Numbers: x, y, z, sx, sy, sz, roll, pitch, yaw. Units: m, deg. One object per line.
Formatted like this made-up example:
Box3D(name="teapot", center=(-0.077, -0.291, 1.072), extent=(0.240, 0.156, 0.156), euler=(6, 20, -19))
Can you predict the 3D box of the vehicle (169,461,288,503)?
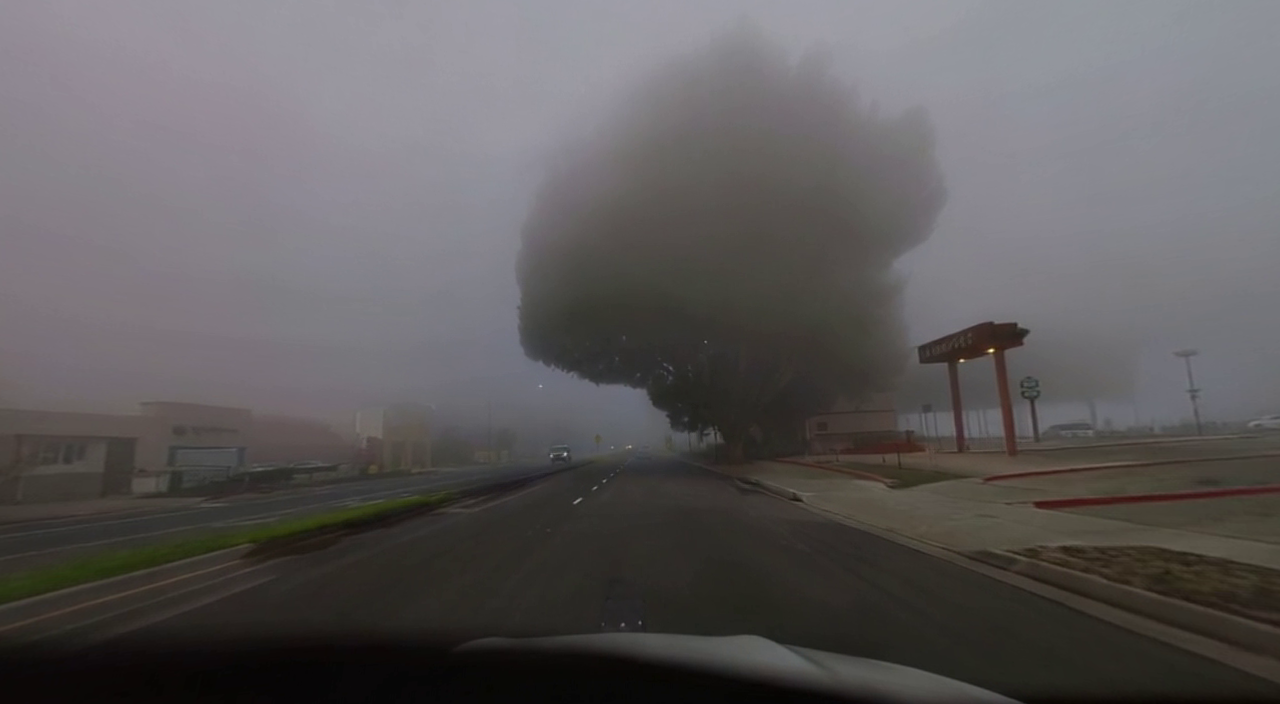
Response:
Box3D(name="vehicle", center=(-17.381, 5.467, 26.824), extent=(1.861, 1.541, 4.530), euler=(0, -9, 3))
